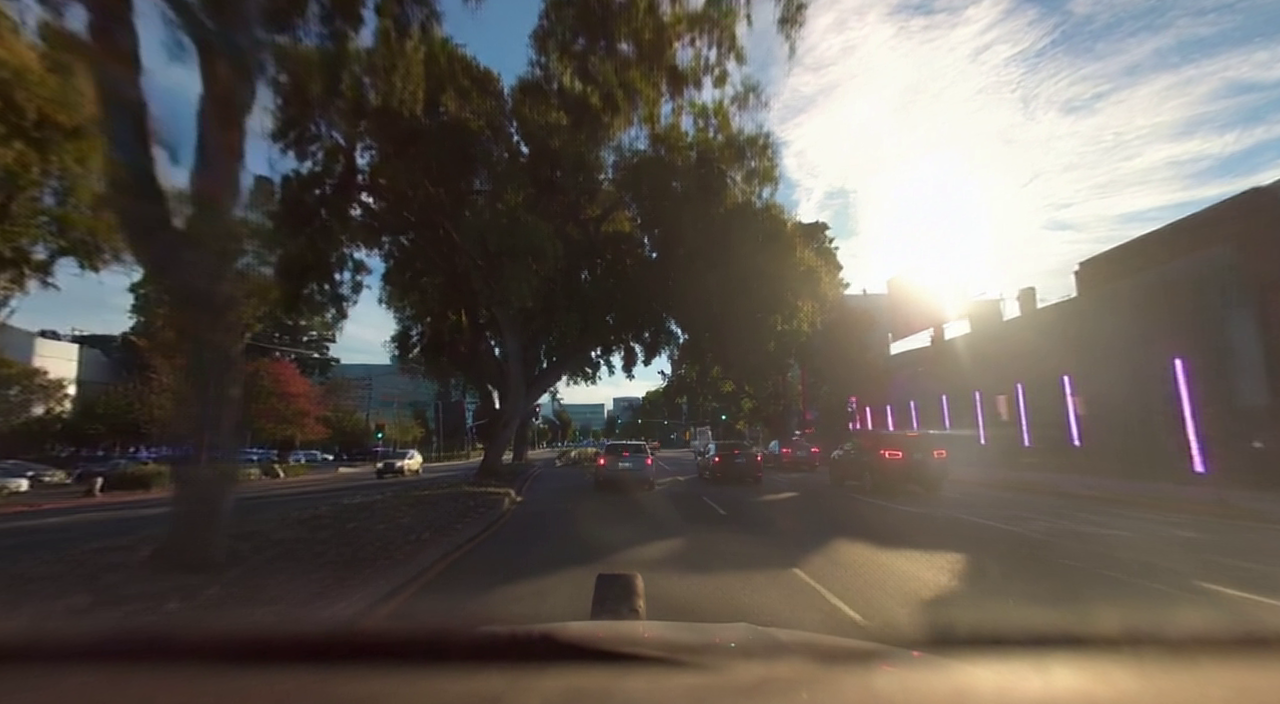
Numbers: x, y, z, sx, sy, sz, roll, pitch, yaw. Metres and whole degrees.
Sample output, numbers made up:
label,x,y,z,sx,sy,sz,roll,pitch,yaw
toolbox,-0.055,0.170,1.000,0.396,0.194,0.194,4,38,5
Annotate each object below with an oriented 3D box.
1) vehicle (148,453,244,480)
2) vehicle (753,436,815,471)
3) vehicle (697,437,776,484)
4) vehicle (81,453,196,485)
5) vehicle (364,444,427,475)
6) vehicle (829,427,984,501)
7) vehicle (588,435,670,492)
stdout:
label,x,y,z,sx,sy,sz,roll,pitch,yaw
vehicle,-28.413,7.342,40.534,4.576,1.606,2.063,0,-9,1
vehicle,7.261,5.170,32.333,2.025,1.666,4.448,0,-9,-2
vehicle,3.312,3.819,22.537,1.993,1.477,4.240,0,-9,-2
vehicle,-27.820,6.491,35.134,4.640,1.640,2.026,0,-9,1
vehicle,-13.097,5.766,34.084,1.934,1.491,3.684,-1,-8,0
vehicle,7.016,2.996,17.341,2.052,1.708,4.842,0,-9,-1
vehicle,-0.380,3.189,18.444,2.101,1.444,4.248,0,-9,-2
